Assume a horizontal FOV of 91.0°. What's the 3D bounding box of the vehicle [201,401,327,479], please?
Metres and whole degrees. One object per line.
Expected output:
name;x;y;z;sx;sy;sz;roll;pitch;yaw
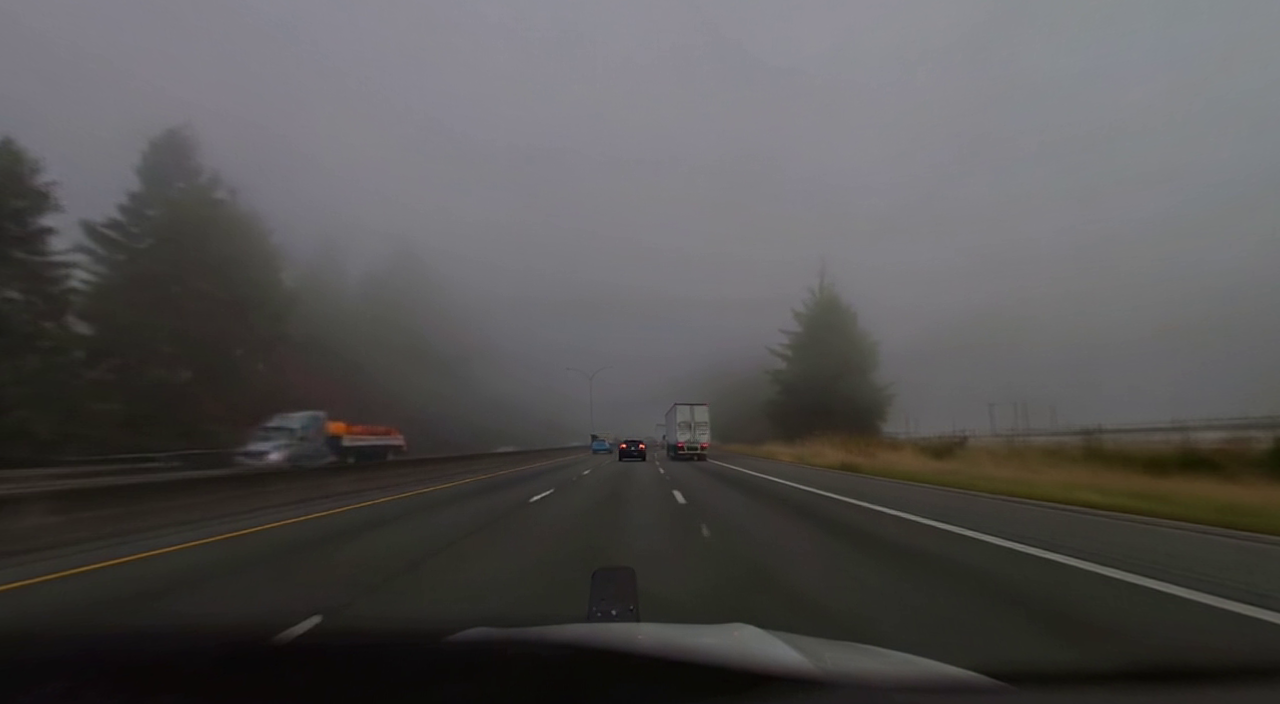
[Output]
vehicle;-20.329;4.817;34.534;2.980;3.867;5.903;-1;-8;2

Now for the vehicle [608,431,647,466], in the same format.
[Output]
vehicle;-0.694;5.770;37.612;2.211;1.933;4.315;0;-8;1

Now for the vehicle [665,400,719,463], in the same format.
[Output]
vehicle;3.691;6.280;48.775;3.005;4.121;14.417;0;-8;0
